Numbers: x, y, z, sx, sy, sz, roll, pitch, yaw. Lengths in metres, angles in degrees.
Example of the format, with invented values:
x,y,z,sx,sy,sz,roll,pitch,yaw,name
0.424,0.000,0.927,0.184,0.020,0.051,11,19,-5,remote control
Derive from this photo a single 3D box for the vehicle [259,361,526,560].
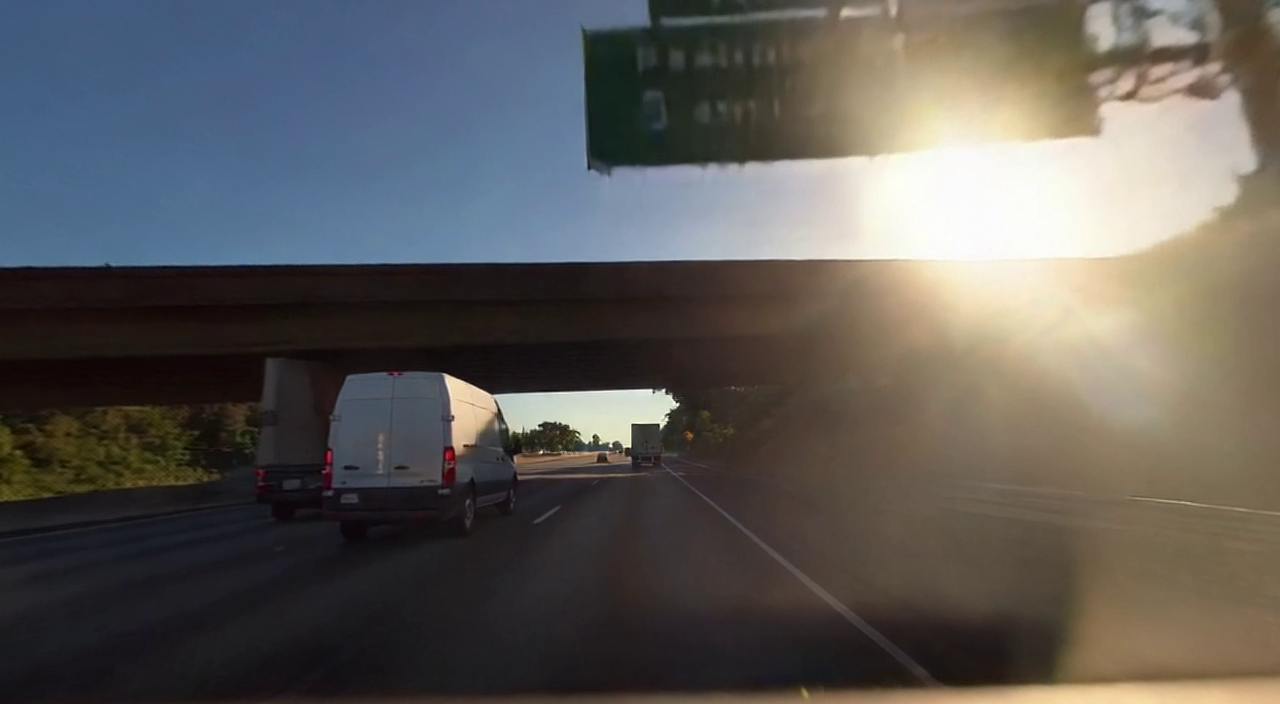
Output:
x,y,z,sx,sy,sz,roll,pitch,yaw,name
-3.899,1.925,11.635,2.504,2.694,5.934,0,-9,0,vehicle
